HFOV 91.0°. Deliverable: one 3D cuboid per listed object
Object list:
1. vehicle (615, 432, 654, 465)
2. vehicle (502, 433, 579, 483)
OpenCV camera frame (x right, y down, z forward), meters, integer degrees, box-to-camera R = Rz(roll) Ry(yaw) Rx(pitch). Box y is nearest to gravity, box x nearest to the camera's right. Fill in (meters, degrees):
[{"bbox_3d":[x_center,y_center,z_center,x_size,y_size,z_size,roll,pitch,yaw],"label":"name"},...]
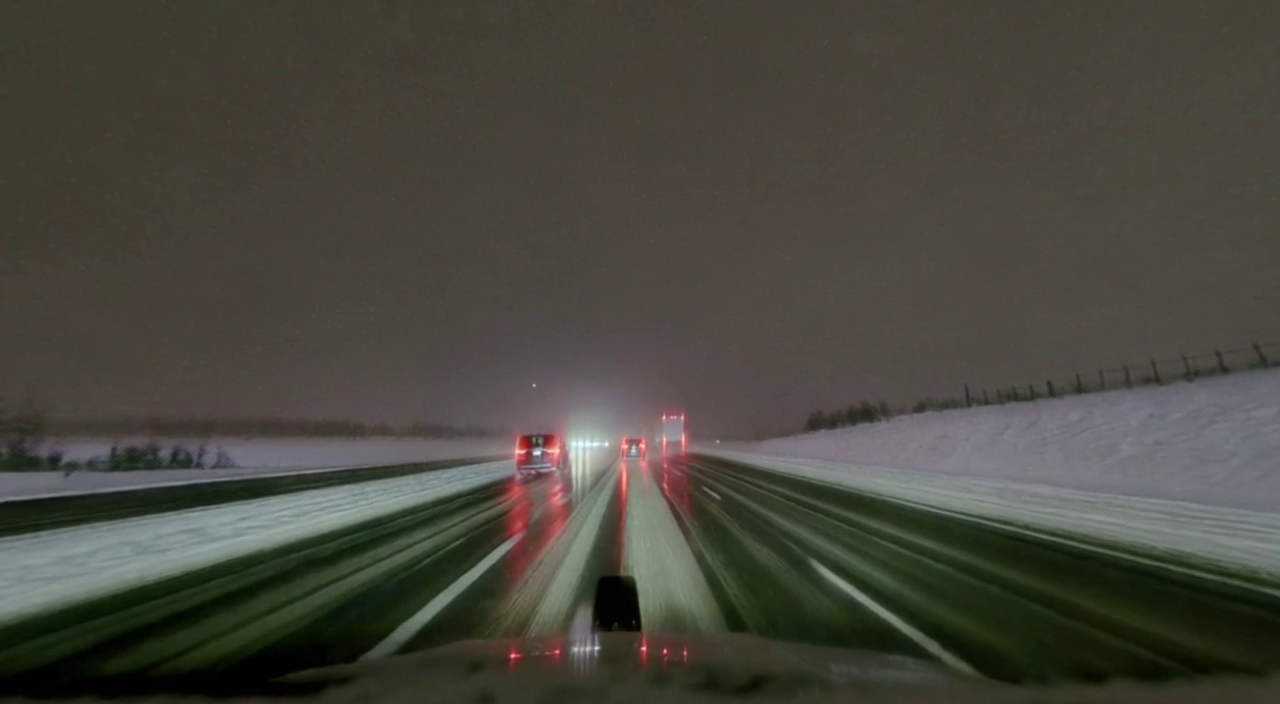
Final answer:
[{"bbox_3d":[-0.407,6.453,42.190,2.456,2.007,4.728,0,-8,-2],"label":"vehicle"},{"bbox_3d":[-3.802,4.133,24.906,2.326,1.761,4.450,-1,-8,0],"label":"vehicle"}]
